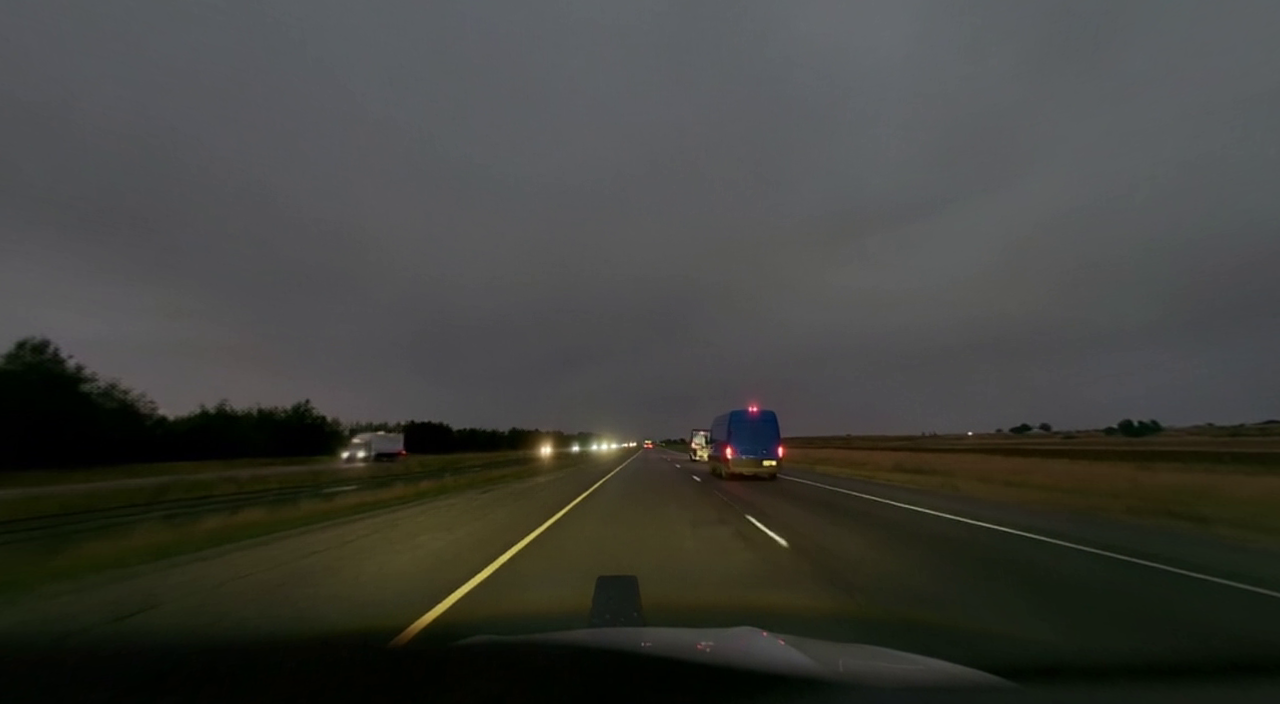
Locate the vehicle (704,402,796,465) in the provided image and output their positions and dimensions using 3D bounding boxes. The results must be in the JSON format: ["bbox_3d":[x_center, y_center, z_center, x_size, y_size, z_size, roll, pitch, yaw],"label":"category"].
[{"bbox_3d":[3.909,3.108,23.622,2.444,2.053,5.616,0,-9,0],"label":"vehicle"}]

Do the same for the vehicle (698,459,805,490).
[{"bbox_3d":[3.901,4.502,23.597,2.702,0.824,6.391,0,-8,-1],"label":"vehicle"}]
